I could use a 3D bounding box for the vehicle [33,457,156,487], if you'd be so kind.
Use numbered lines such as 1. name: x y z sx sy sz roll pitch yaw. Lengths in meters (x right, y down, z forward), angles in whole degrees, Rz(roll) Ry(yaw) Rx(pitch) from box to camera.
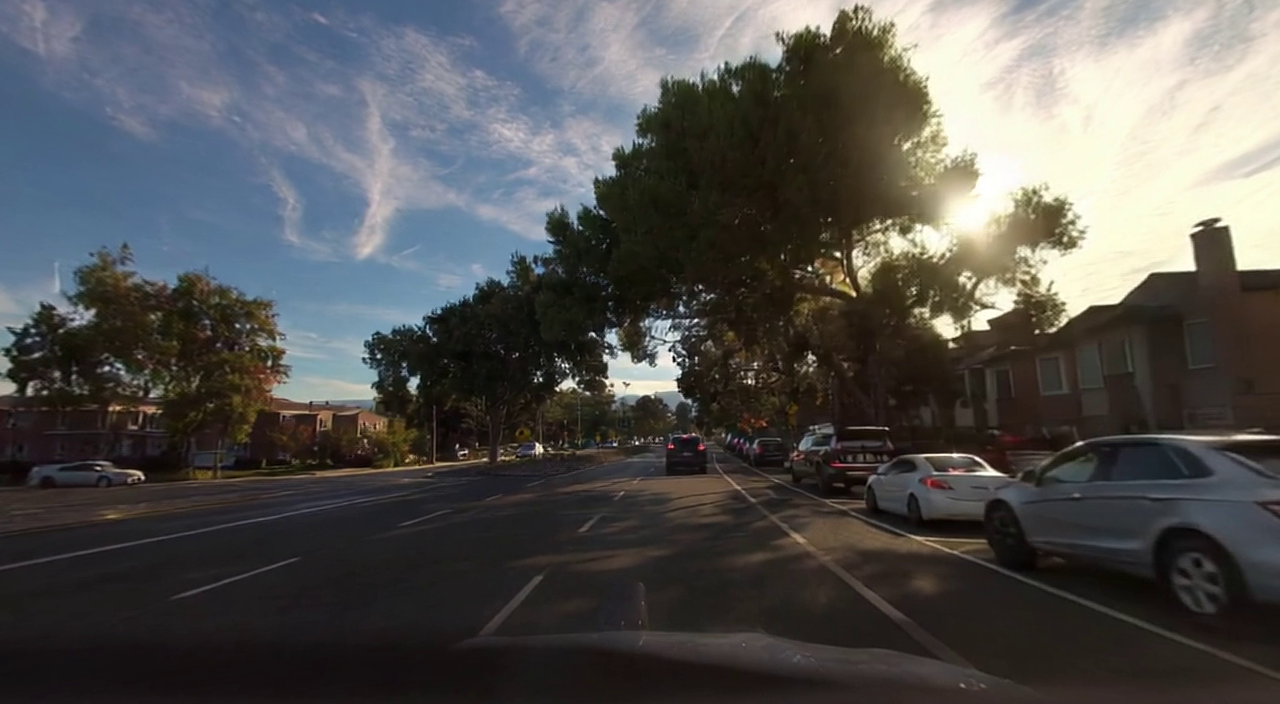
1. vehicle: -29.079 6.396 33.709 4.591 1.468 1.805 1 -8 -8

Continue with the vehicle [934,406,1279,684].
1. vehicle: 4.498 1.342 5.427 1.839 1.498 4.751 -1 -8 3

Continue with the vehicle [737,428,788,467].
1. vehicle: 6.160 4.872 32.156 2.018 1.813 4.701 -1 -8 5

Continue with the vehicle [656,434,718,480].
1. vehicle: 1.672 3.754 22.783 2.011 1.480 4.170 -1 -8 4
